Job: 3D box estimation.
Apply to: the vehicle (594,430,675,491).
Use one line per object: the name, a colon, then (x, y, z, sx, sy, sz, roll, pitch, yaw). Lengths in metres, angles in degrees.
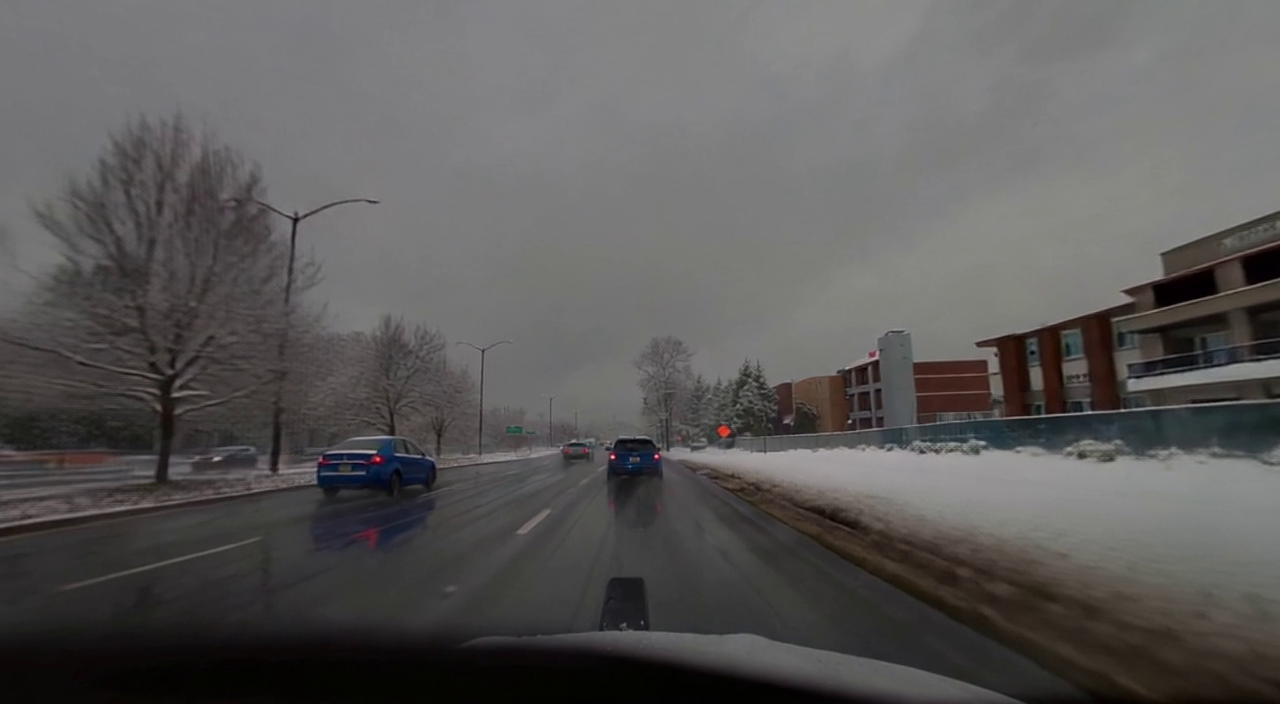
vehicle: (-0.193, 3.291, 19.488, 2.227, 1.654, 4.091, 0, -8, -1)

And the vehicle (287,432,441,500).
vehicle: (-6.799, 2.845, 16.159, 1.877, 1.479, 4.430, 0, -8, 1)

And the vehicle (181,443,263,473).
vehicle: (-26.349, 6.655, 39.944, 1.931, 1.759, 4.703, 0, -8, 0)
